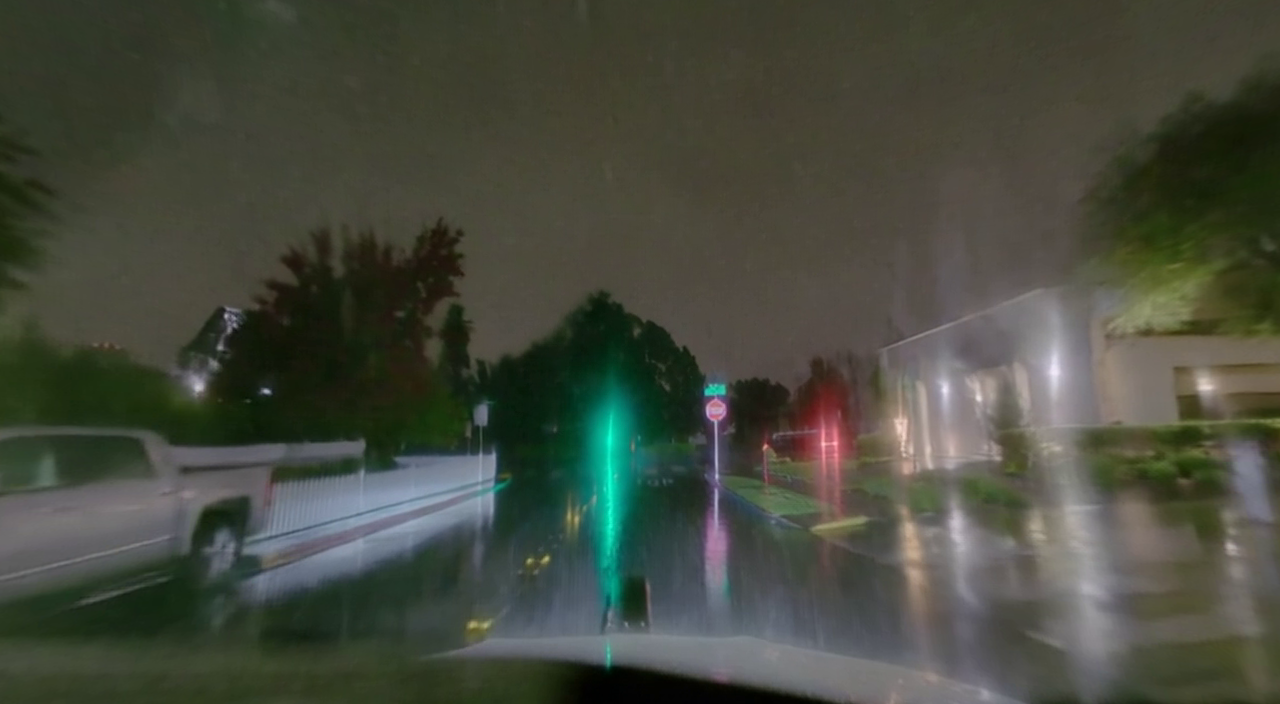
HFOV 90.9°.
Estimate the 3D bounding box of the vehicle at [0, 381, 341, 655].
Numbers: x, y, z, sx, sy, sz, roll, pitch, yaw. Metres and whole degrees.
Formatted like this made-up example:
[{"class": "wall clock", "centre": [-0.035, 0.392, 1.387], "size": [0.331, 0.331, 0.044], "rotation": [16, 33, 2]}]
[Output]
[{"class": "vehicle", "centre": [-5.563, 1.374, 5.898], "size": [2.308, 1.899, 6.107], "rotation": [-1, -8, 3]}]
